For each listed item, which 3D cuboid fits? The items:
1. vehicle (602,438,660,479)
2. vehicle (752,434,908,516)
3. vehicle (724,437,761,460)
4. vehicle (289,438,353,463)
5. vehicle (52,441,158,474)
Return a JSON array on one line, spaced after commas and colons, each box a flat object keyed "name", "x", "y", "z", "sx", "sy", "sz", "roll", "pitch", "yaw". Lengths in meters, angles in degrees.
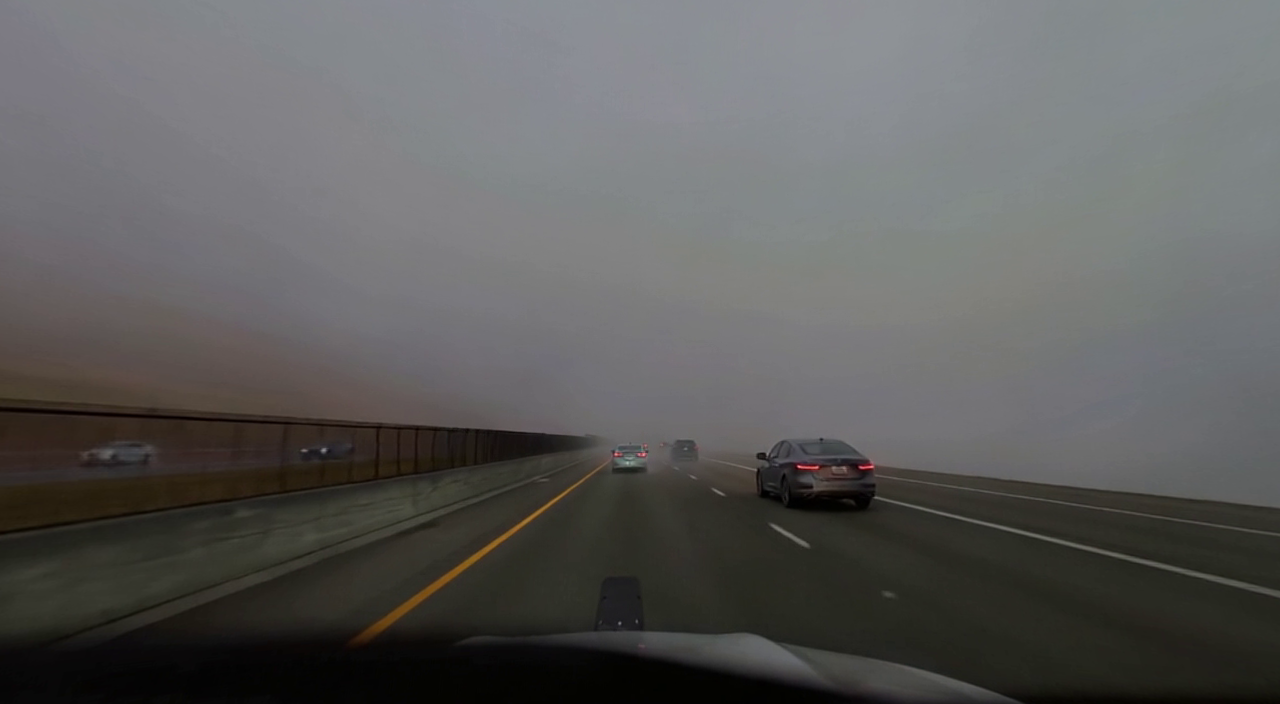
[{"name": "vehicle", "x": -0.307, "y": 4.132, "z": 24.649, "sx": 2.085, "sy": 1.449, "sz": 3.860, "roll": 0, "pitch": -8, "yaw": 0}, {"name": "vehicle", "x": 3.786, "y": 2.524, "z": 13.466, "sx": 1.957, "sy": 1.447, "sz": 4.241, "roll": 0, "pitch": -8, "yaw": -1}, {"name": "vehicle", "x": 7.611, "y": 7.219, "z": 47.106, "sx": 1.996, "sy": 1.637, "sz": 3.990, "roll": 0, "pitch": -8, "yaw": -2}, {"name": "vehicle", "x": -25.026, "y": 7.772, "z": 49.653, "sx": 2.089, "sy": 1.813, "sz": 5.758, "roll": 0, "pitch": -9, "yaw": 0}, {"name": "vehicle", "x": -31.968, "y": 6.300, "z": 37.849, "sx": 2.027, "sy": 1.826, "sz": 4.921, "roll": 0, "pitch": -8, "yaw": 0}]
